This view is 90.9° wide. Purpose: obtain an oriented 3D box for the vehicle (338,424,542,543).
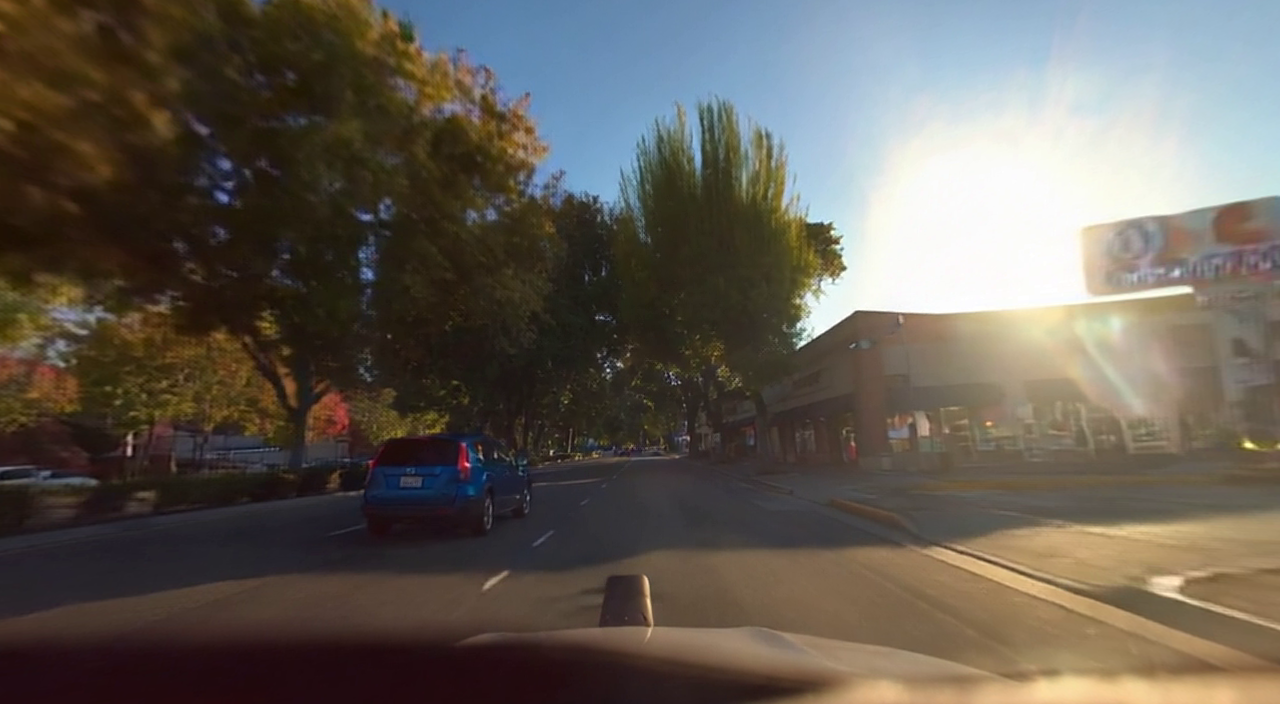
[{"bbox_3d":[-3.154,2.163,11.028,2.127,1.654,4.121,0,-8,1],"label":"vehicle"}]
